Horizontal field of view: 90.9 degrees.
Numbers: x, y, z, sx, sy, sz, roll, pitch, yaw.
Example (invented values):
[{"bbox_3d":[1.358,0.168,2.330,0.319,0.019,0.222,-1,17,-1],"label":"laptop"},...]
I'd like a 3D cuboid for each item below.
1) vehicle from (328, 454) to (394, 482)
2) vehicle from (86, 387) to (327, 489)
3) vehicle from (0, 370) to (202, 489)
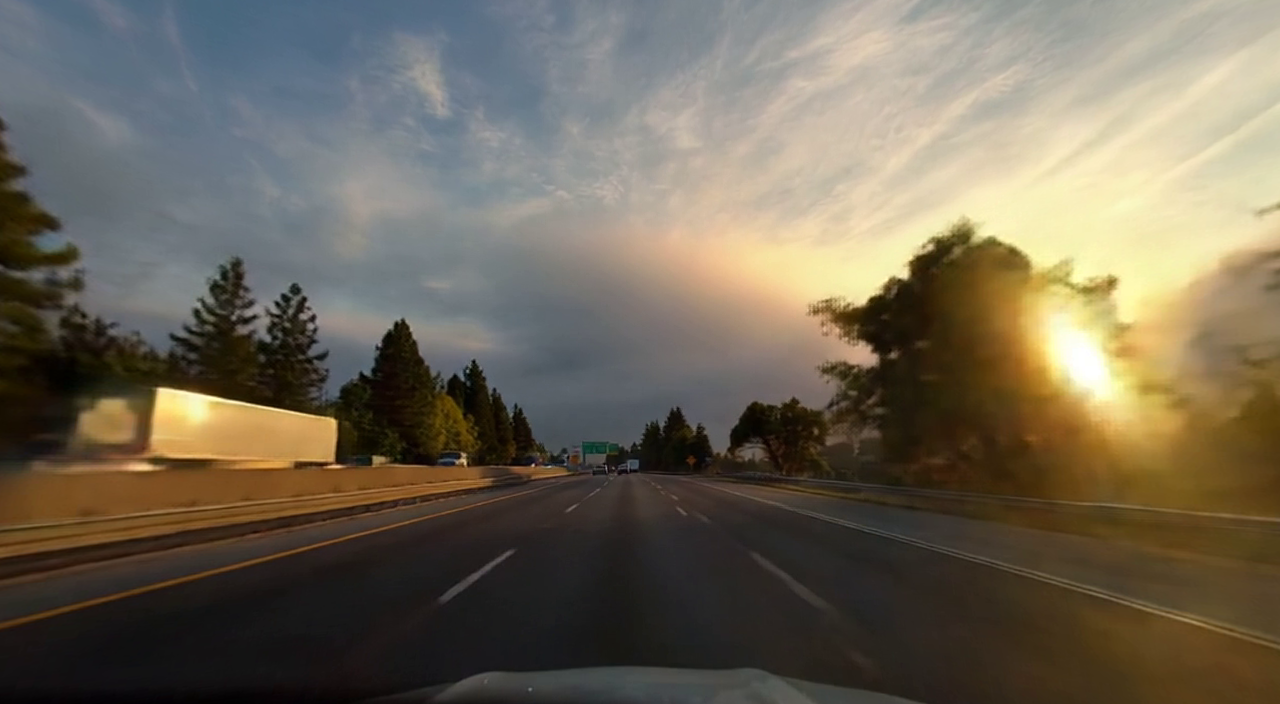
[{"bbox_3d":[-16.172,6.783,36.812,1.802,1.466,4.561,1,-10,-1],"label":"vehicle"},{"bbox_3d":[-20.725,4.665,32.104,2.857,4.033,13.842,1,-10,-2],"label":"vehicle"},{"bbox_3d":[-20.513,3.120,24.143,2.999,3.965,5.891,1,-10,-1],"label":"vehicle"}]
